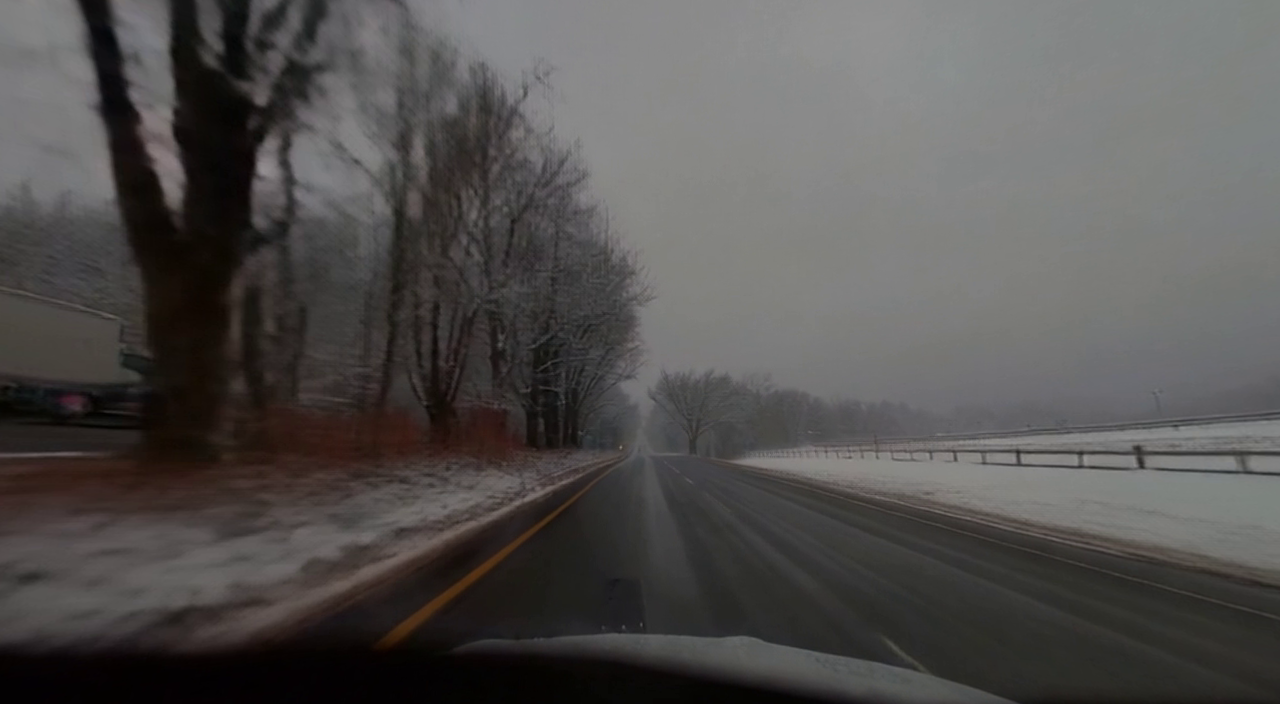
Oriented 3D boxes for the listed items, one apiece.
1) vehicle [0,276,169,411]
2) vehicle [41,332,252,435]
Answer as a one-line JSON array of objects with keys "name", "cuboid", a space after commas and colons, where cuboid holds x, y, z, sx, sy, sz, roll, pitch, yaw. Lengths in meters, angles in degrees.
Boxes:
[{"name": "vehicle", "cuboid": [-24.448, -0.738, 21.478, 3.314, 4.163, 16.558, -1, -10, 3]}, {"name": "vehicle", "cuboid": [-23.527, 1.809, 31.004, 3.022, 4.324, 8.607, -1, -6, 3]}]
